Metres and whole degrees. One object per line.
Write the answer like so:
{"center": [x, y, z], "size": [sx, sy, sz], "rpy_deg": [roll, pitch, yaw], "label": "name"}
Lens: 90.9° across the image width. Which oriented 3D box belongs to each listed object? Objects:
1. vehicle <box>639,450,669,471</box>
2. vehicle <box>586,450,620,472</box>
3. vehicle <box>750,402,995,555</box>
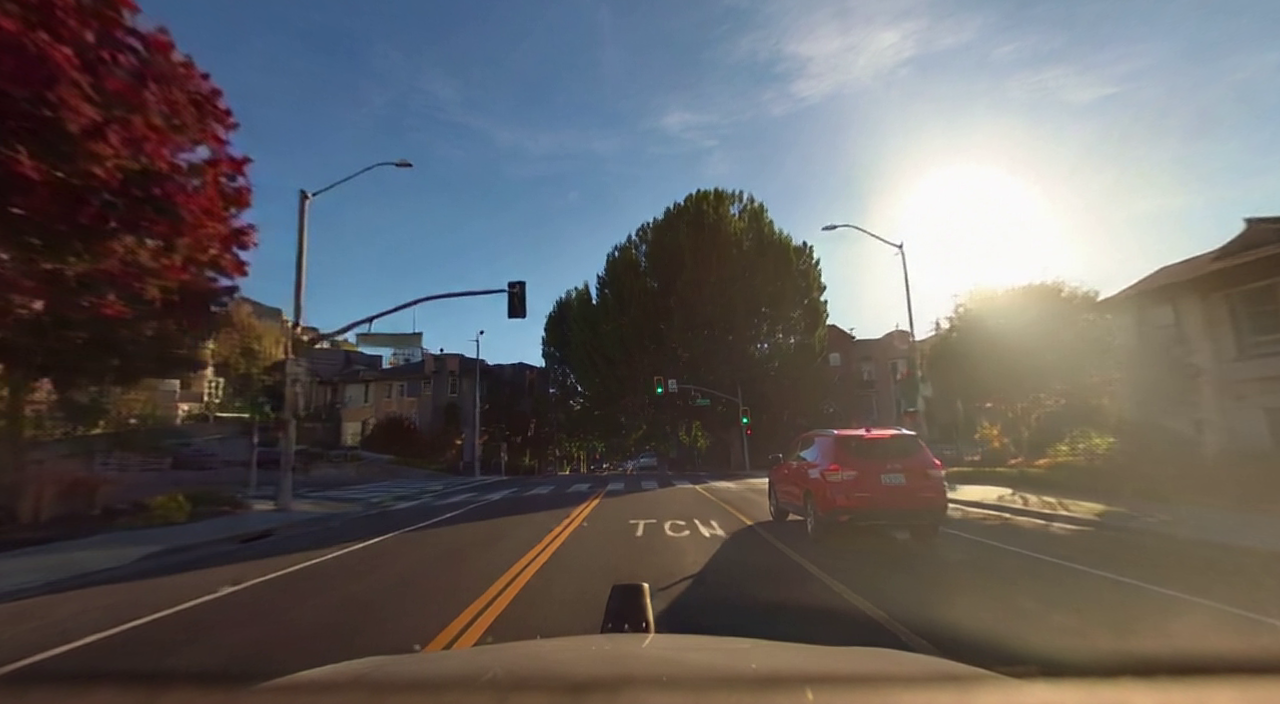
{"center": [1.015, 7.938, 46.308], "size": [2.097, 1.463, 4.043], "rpy_deg": [0, -9, 0], "label": "vehicle"}
{"center": [-2.658, 8.020, 46.391], "size": [2.170, 1.513, 4.270], "rpy_deg": [0, -9, 1], "label": "vehicle"}
{"center": [3.295, 1.928, 10.250], "size": [2.130, 1.863, 4.844], "rpy_deg": [0, -9, 0], "label": "vehicle"}
